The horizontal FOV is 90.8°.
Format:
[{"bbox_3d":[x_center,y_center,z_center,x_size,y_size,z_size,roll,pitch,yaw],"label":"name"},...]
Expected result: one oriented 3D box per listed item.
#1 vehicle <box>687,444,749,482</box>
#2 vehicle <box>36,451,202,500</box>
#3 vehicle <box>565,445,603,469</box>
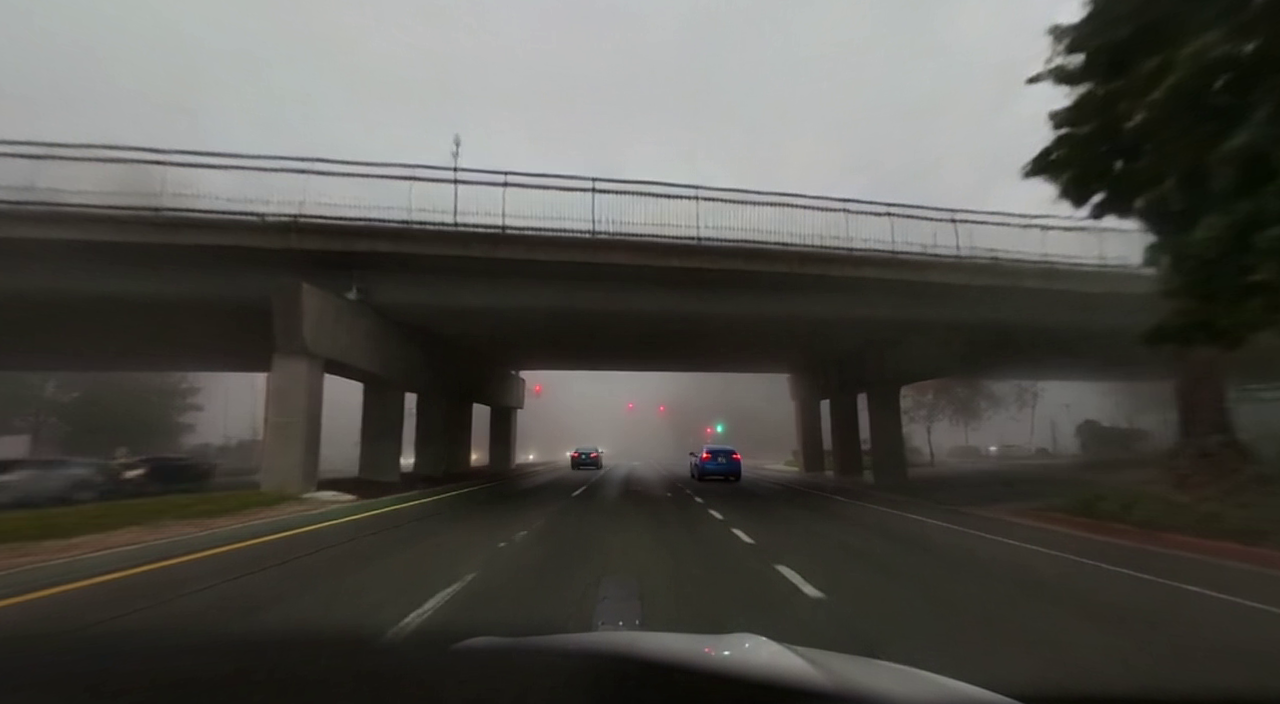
[{"bbox_3d":[3.315,4.805,27.713,2.068,1.497,4.247,0,-8,-1],"label":"vehicle"},{"bbox_3d":[-18.283,4.314,22.552,2.003,1.494,4.580,0,-8,0],"label":"vehicle"},{"bbox_3d":[-3.736,7.032,42.590,2.060,1.484,4.417,0,-8,1],"label":"vehicle"}]
